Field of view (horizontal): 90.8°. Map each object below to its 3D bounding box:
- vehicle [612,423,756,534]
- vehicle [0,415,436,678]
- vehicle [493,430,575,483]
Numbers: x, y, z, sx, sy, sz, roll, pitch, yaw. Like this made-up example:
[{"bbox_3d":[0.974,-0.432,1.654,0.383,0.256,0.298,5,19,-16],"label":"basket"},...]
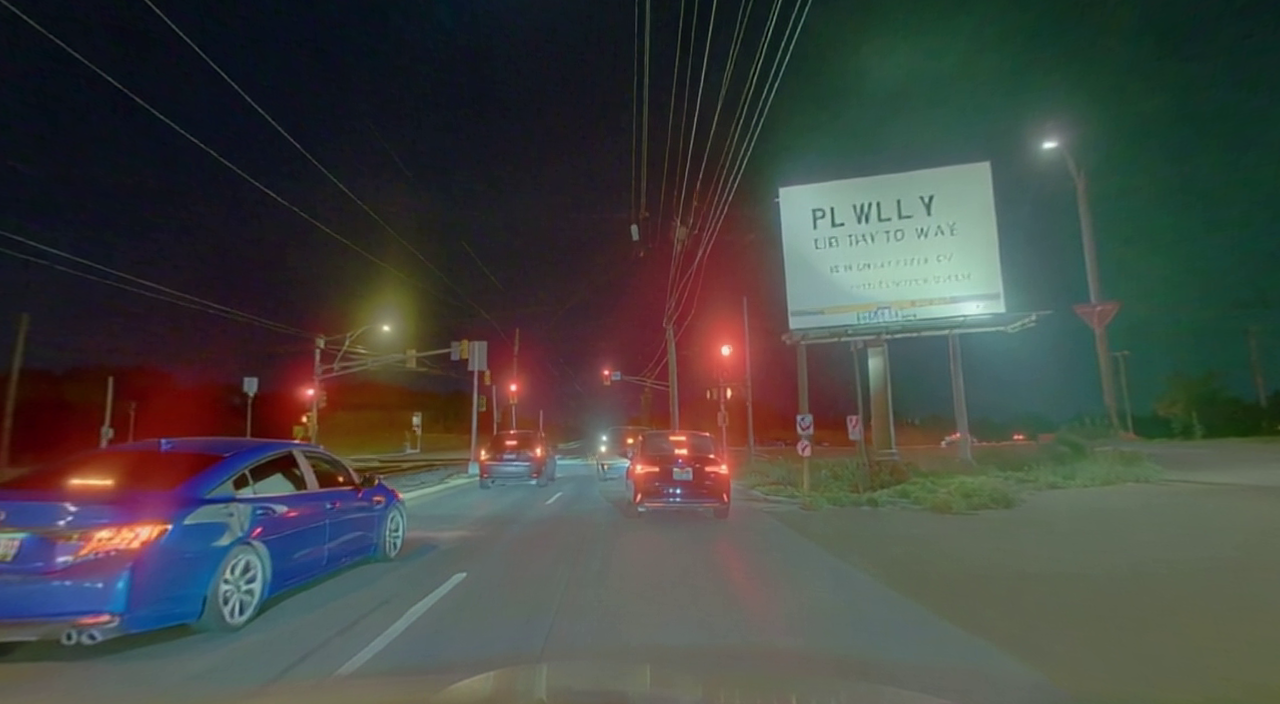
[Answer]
[{"bbox_3d":[0.531,2.057,10.854,1.998,1.529,3.960,0,-9,-3],"label":"vehicle"},{"bbox_3d":[-3.632,1.440,5.918,1.956,1.468,4.585,0,-8,-1],"label":"vehicle"},{"bbox_3d":[-3.267,3.335,20.339,1.984,1.505,4.047,0,-8,-1],"label":"vehicle"}]
